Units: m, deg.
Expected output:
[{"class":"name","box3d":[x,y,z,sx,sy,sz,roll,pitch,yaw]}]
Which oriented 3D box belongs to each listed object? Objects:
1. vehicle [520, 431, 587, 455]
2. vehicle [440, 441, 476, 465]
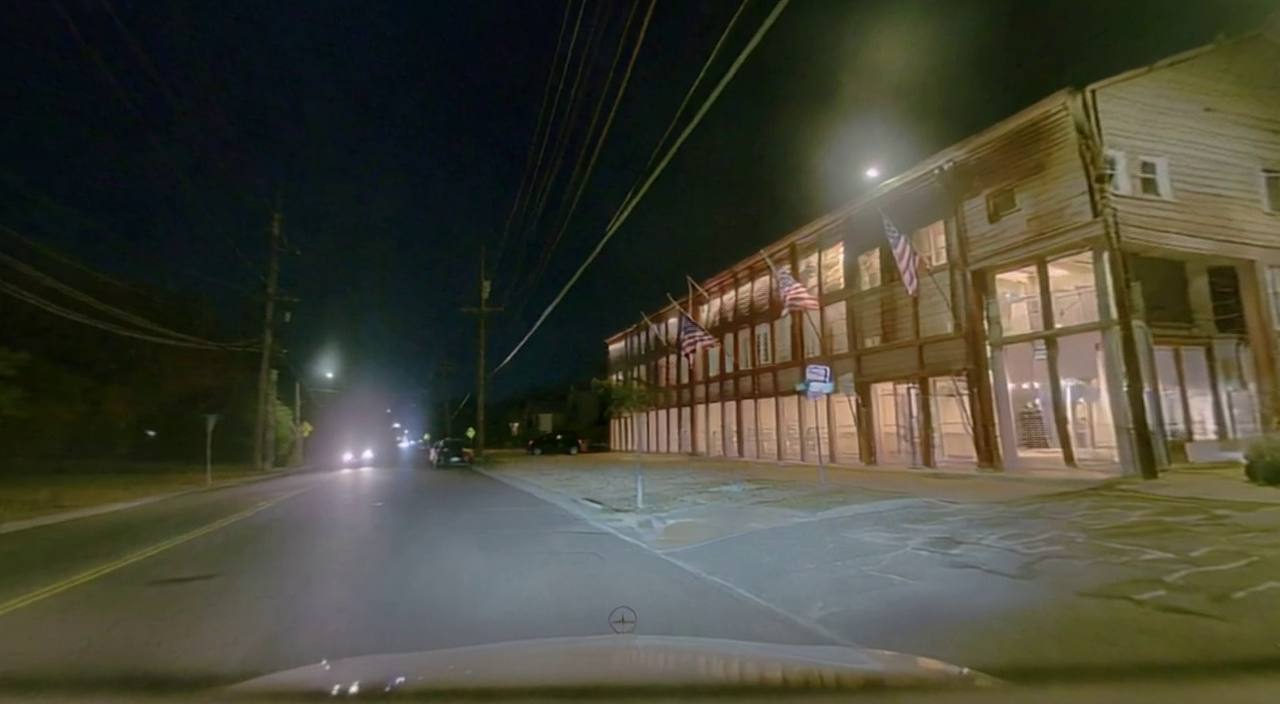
[{"class":"vehicle","box3d":[-6.671,7.010,48.672,4.767,1.735,1.920,3,-9,-19]},{"class":"vehicle","box3d":[-11.882,6.544,41.111,1.941,1.460,4.206,3,-9,-19]}]
